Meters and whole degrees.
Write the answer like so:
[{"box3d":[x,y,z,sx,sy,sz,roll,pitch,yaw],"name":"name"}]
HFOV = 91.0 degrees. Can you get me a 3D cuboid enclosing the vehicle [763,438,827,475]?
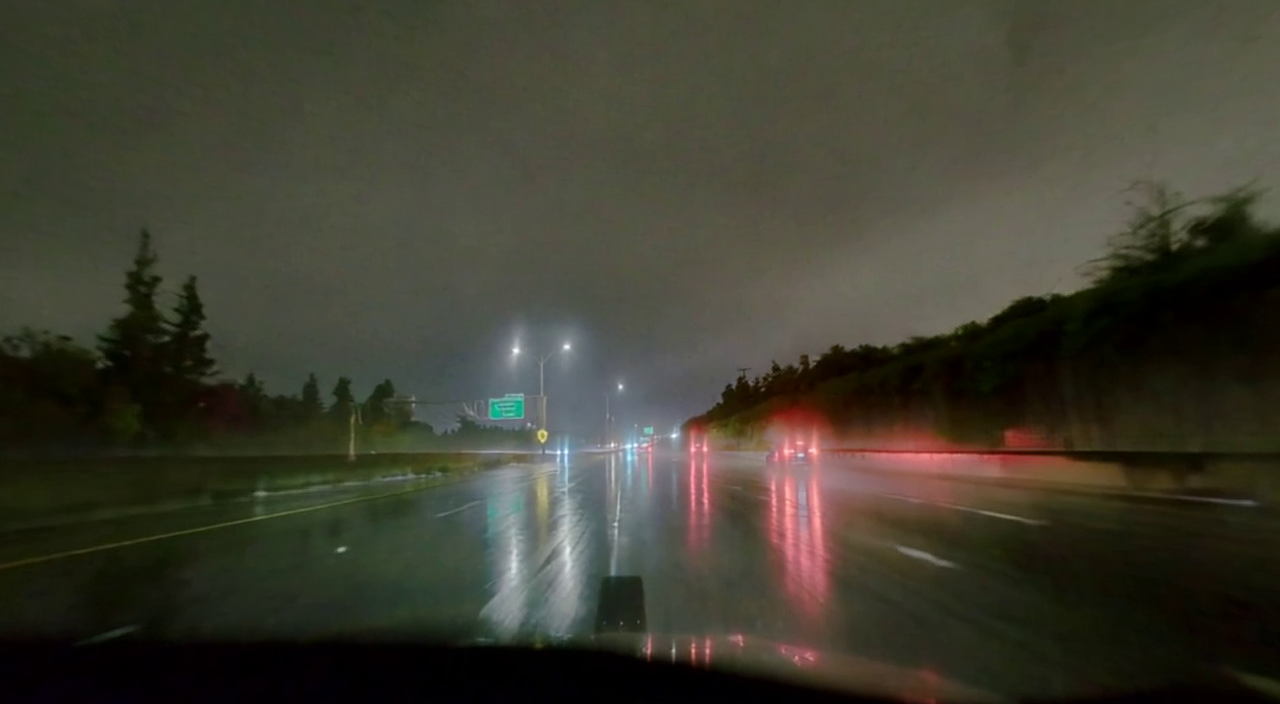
[{"box3d":[7.983,5.433,32.875,2.167,1.781,4.340,0,-9,-1],"name":"vehicle"}]
